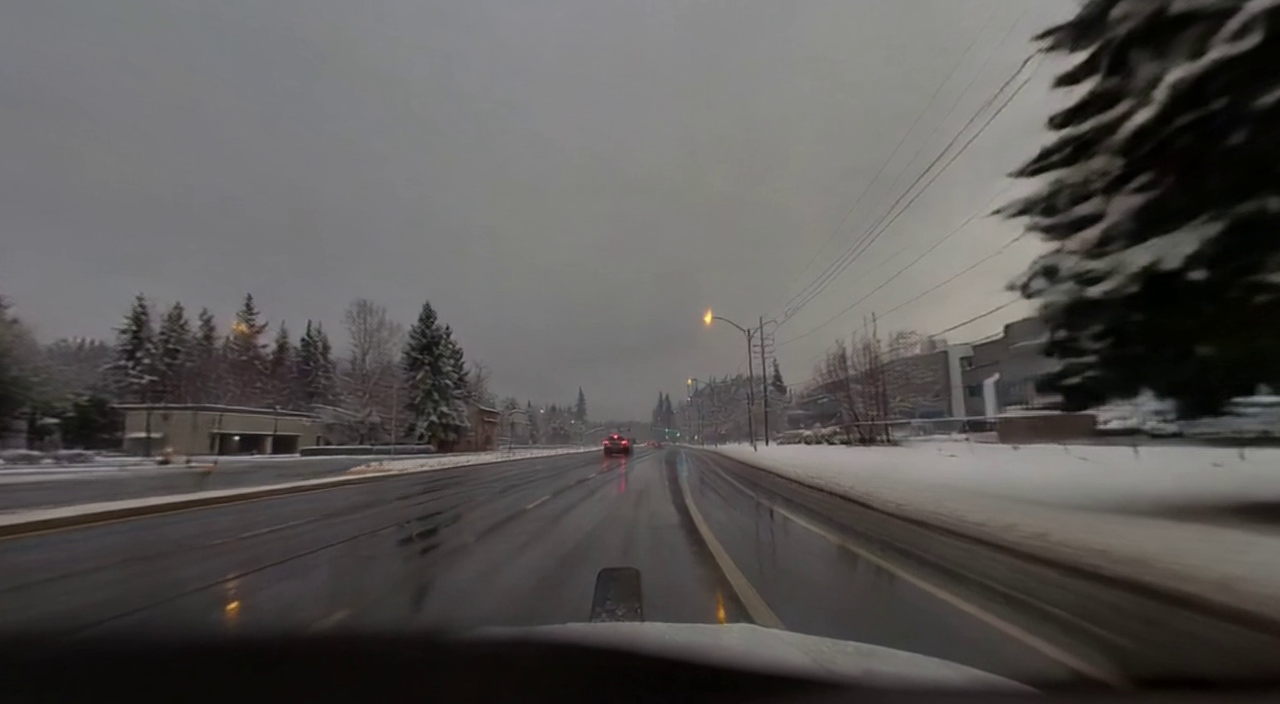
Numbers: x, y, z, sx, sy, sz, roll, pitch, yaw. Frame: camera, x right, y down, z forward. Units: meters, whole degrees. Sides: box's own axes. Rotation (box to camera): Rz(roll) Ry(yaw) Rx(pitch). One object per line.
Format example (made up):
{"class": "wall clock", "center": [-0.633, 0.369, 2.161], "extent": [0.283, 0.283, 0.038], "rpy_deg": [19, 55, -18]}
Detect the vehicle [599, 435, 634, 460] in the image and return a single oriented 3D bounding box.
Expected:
{"class": "vehicle", "center": [-1.598, 6.750, 44.724], "extent": [2.121, 1.654, 3.993], "rpy_deg": [-1, -8, 4]}
